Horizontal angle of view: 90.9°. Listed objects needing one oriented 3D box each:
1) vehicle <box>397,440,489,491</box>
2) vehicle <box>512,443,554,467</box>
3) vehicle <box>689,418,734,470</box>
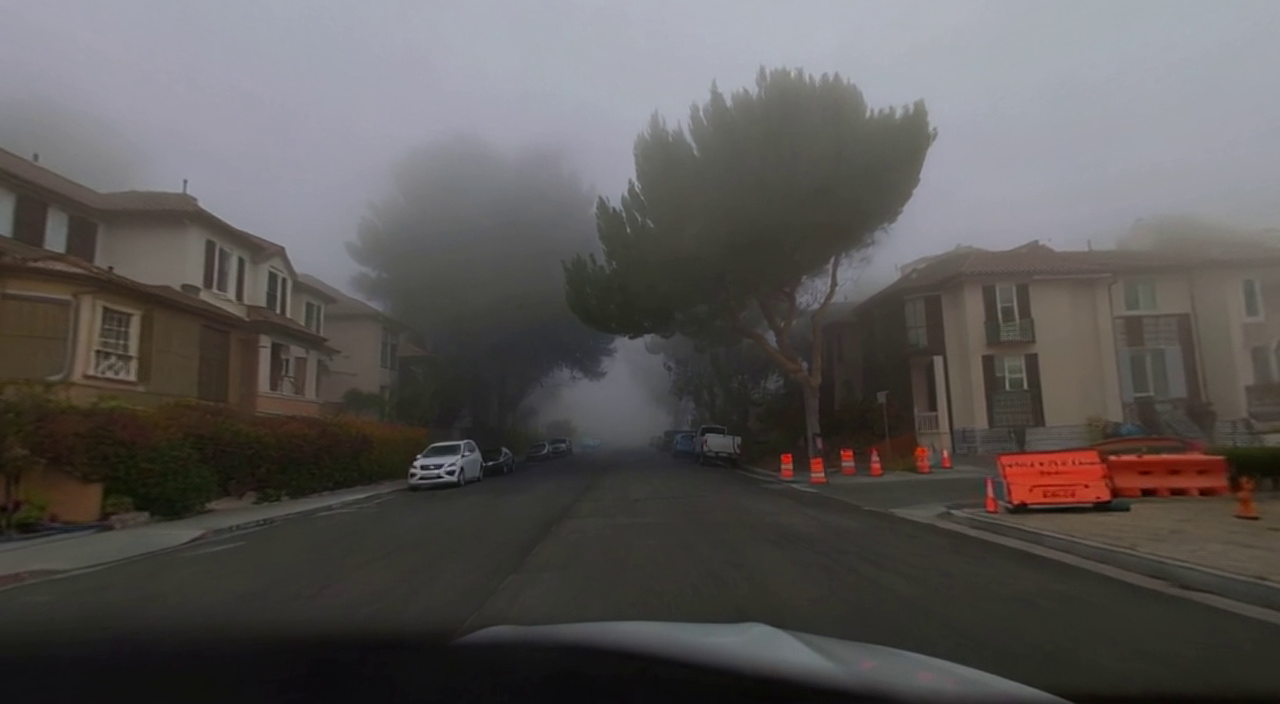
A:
[{"bbox_3d":[-6.881,3.981,22.569,1.957,1.608,4.476,0,-8,-1],"label":"vehicle"},{"bbox_3d":[-7.017,6.830,41.896,1.974,1.479,4.607,0,-8,0],"label":"vehicle"},{"bbox_3d":[3.697,4.838,33.278,2.082,2.534,3.248,-2,-8,3],"label":"vehicle"}]
